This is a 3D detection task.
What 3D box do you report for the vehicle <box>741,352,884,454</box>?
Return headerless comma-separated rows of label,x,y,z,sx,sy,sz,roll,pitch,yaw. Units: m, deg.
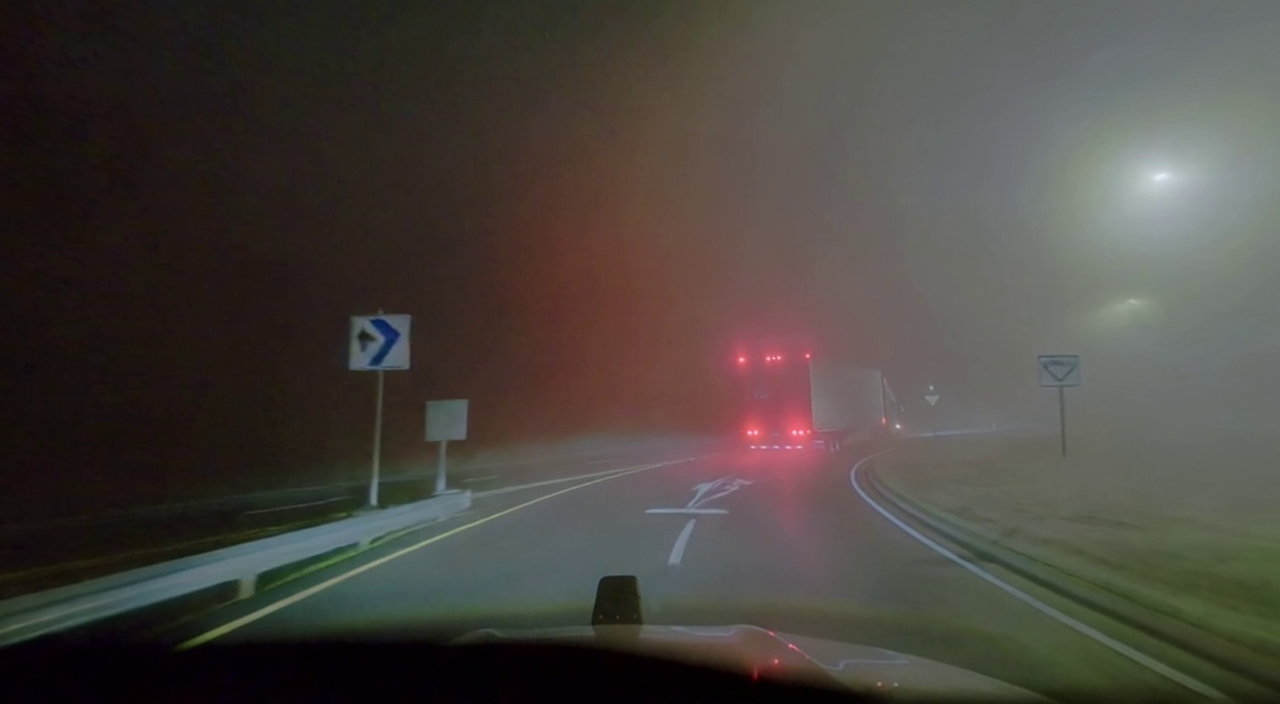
vehicle,8.057,2.534,27.994,2.837,3.712,10.484,-5,-9,33
